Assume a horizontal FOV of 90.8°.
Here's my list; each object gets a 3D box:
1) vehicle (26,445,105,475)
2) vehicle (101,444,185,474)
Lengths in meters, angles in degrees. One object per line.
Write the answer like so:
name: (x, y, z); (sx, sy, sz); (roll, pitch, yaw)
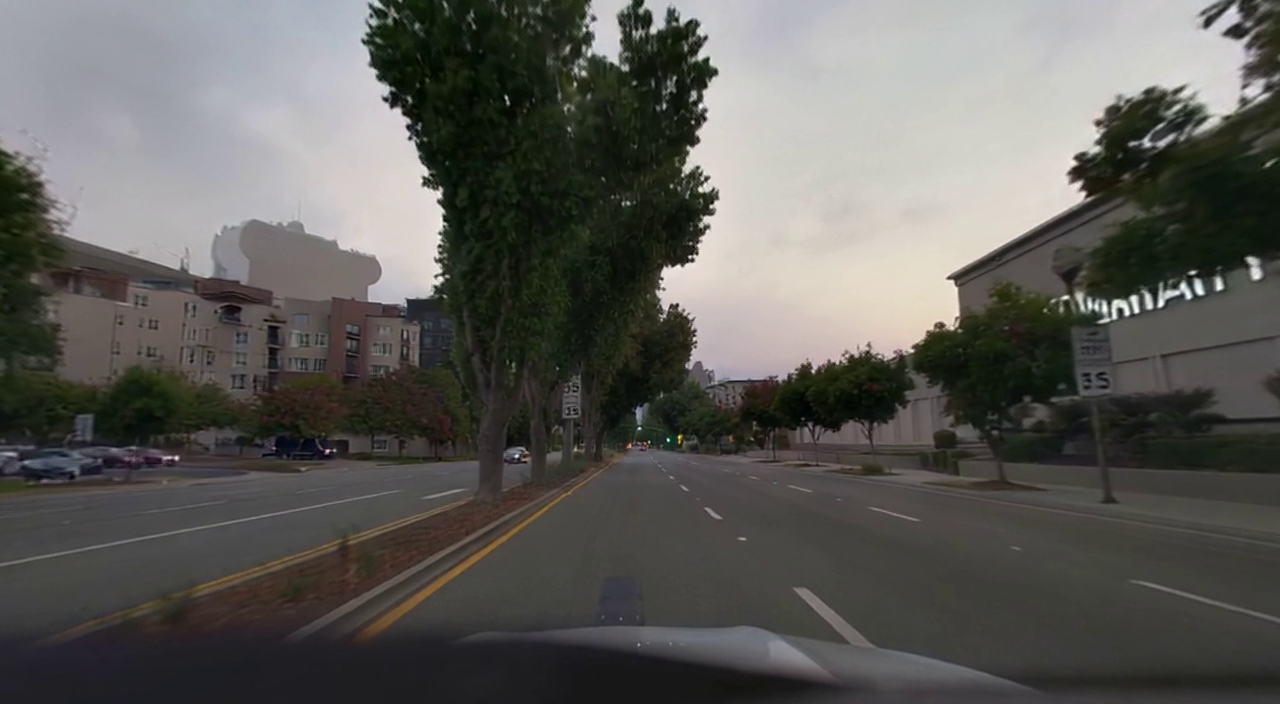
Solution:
vehicle: (-41.322, 7.769, 45.549); (1.965, 2.013, 4.085); (0, -8, -5)
vehicle: (-35.790, 7.665, 45.708); (2.083, 2.034, 5.018); (0, -8, -2)
